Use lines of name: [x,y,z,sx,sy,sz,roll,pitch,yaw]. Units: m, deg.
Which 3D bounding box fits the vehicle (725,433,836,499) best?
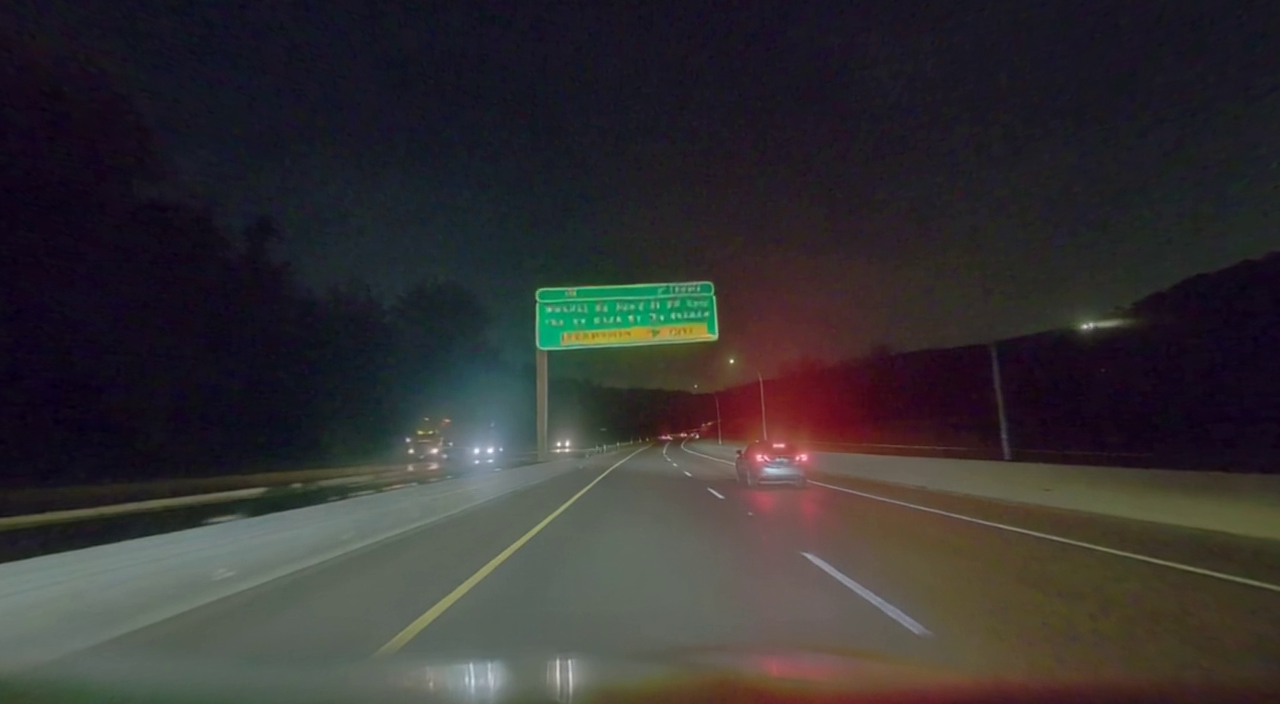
vehicle: [3.568,2.978,16.857,1.997,1.515,4.025,0,-9,0]
